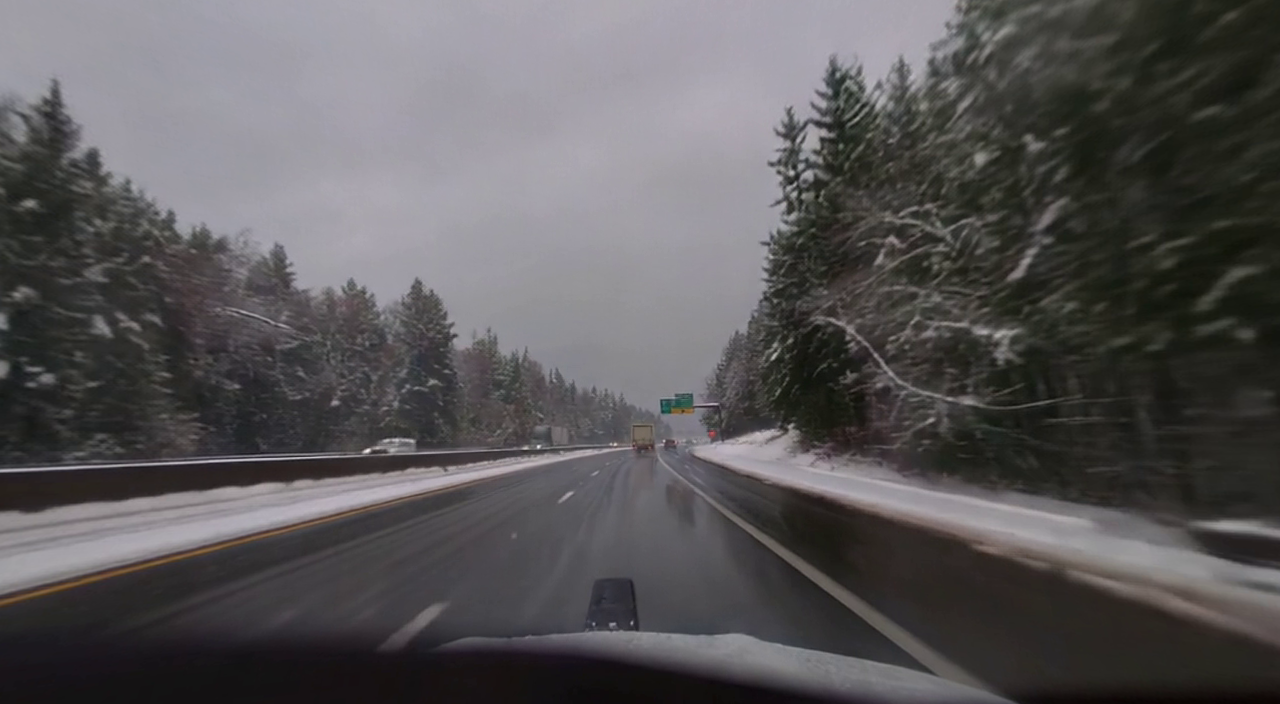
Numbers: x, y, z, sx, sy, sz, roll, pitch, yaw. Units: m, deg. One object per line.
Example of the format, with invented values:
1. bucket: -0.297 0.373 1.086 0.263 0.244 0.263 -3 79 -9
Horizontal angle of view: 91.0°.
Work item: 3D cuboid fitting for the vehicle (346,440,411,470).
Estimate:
1. vehicle: -14.721 5.784 35.660 1.947 1.587 4.035 -1 -8 0
